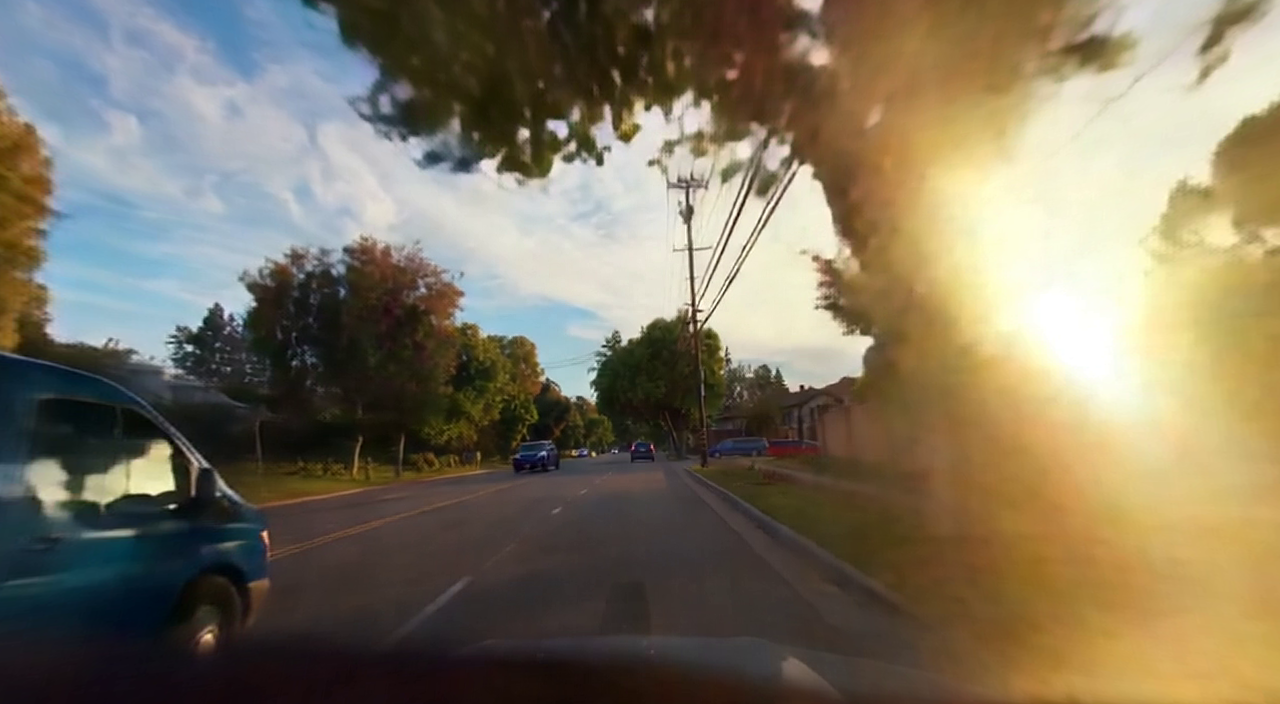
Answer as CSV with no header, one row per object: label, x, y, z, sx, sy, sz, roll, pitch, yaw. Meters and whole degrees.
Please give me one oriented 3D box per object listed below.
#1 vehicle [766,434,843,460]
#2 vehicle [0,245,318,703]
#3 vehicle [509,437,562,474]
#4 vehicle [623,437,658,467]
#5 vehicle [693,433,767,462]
vehicle,10.343,6.014,39.902,4.295,1.505,1.918,-1,-8,1
vehicle,-3.653,0.575,1.761,2.336,2.152,5.866,0,-8,1
vehicle,-6.507,6.519,40.091,2.333,2.165,5.436,0,-8,1
vehicle,0.051,6.237,39.439,2.120,1.718,3.909,0,-8,0
vehicle,6.731,7.121,46.902,5.012,1.711,2.457,-6,-8,15
